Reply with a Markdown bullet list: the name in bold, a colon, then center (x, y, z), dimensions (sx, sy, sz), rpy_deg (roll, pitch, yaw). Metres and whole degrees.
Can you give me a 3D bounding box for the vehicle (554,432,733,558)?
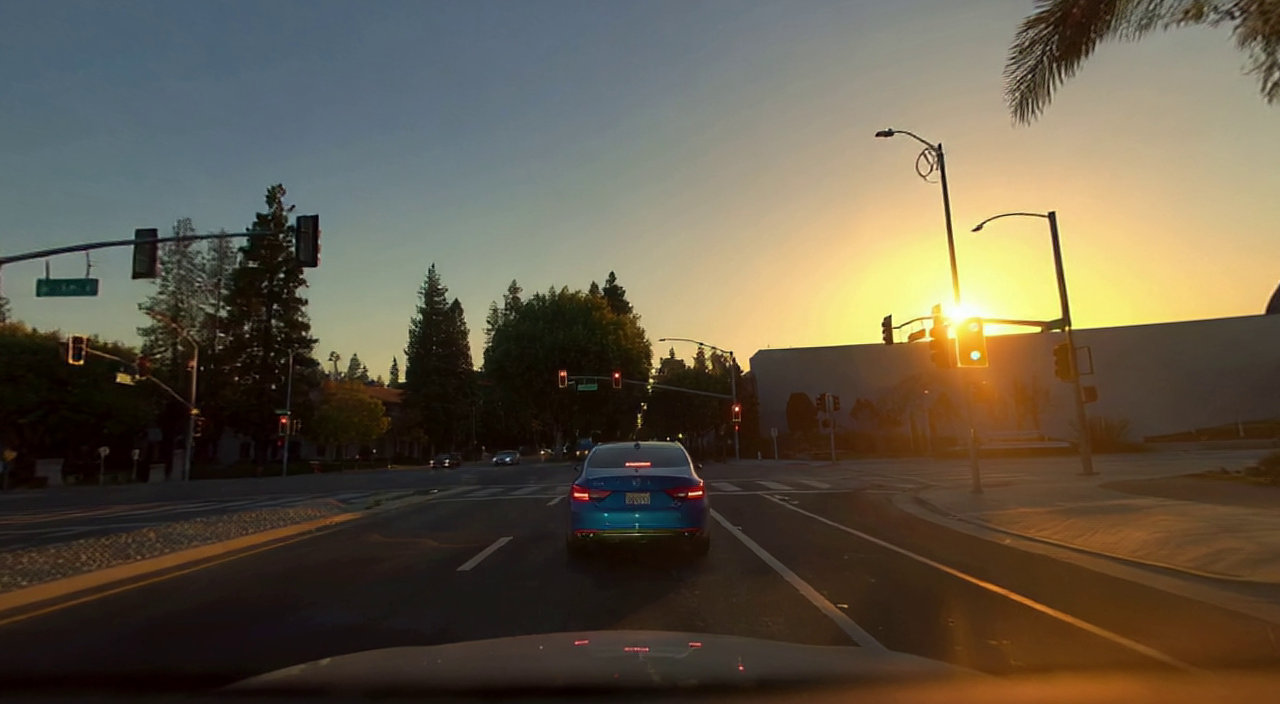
- **vehicle**: center (0.016, 1.993, 9.516), dimensions (2.107, 1.470, 3.974), rpy_deg (0, -9, -1)
